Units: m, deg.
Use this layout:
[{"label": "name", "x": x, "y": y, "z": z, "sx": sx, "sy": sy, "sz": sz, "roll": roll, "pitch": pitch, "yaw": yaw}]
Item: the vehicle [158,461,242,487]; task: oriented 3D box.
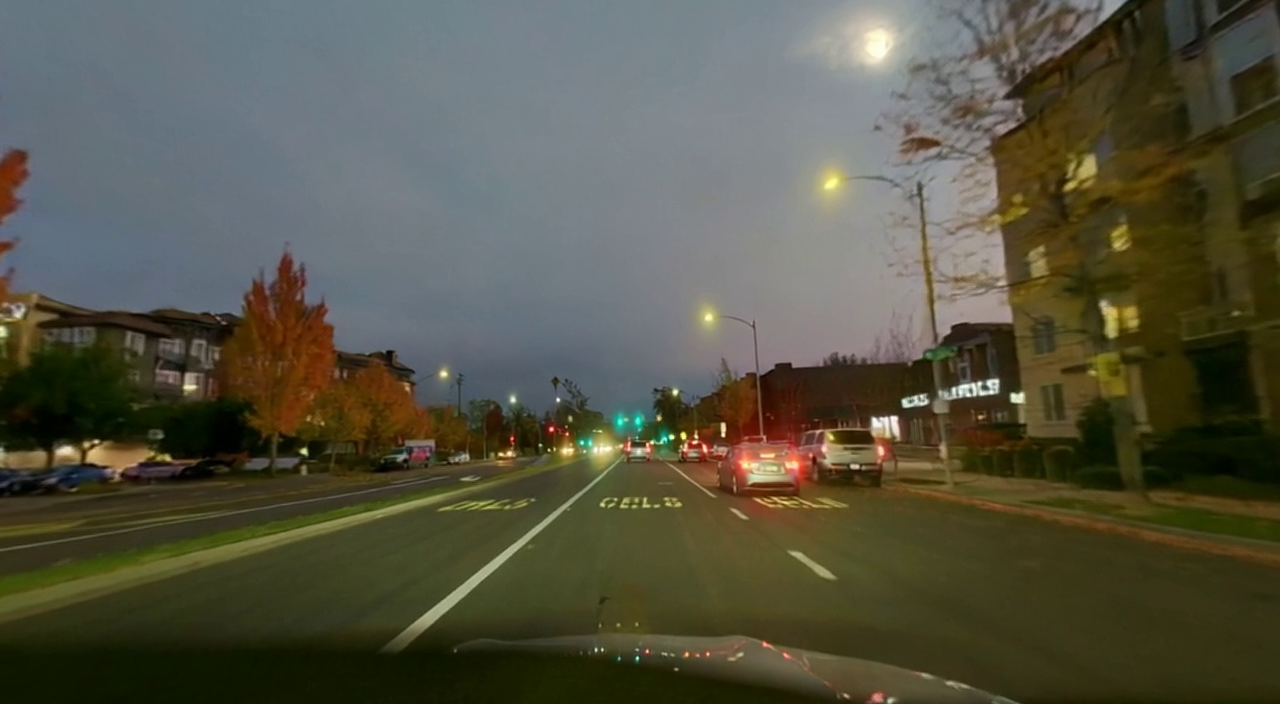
[{"label": "vehicle", "x": -30.726, "y": 8.513, "z": 44.049, "sx": 4.370, "sy": 1.725, "sz": 2.052, "roll": -1, "pitch": -9, "yaw": 5}]

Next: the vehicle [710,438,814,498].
[{"label": "vehicle", "x": 3.348, "y": 3.288, "z": 18.239, "sx": 1.977, "sy": 1.498, "sz": 4.521, "roll": 0, "pitch": -9, "yaw": -2}]

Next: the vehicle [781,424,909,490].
[{"label": "vehicle", "x": 6.795, "y": 3.596, "z": 21.777, "sx": 2.378, "sy": 1.946, "sz": 5.826, "roll": 0, "pitch": -9, "yaw": -1}]

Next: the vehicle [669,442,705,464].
[{"label": "vehicle", "x": 3.343, "y": 7.302, "z": 45.599, "sx": 2.178, "sy": 1.546, "sz": 4.311, "roll": 0, "pitch": -9, "yaw": 0}]

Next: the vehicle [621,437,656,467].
[{"label": "vehicle", "x": -0.143, "y": 6.731, "z": 42.554, "sx": 2.239, "sy": 1.856, "sz": 4.815, "roll": 0, "pitch": -9, "yaw": -1}]

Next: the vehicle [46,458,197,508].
[{"label": "vehicle", "x": -22.495, "y": 5.669, "z": 27.685, "sx": 2.113, "sy": 1.865, "sz": 5.128, "roll": -1, "pitch": -9, "yaw": 2}]
